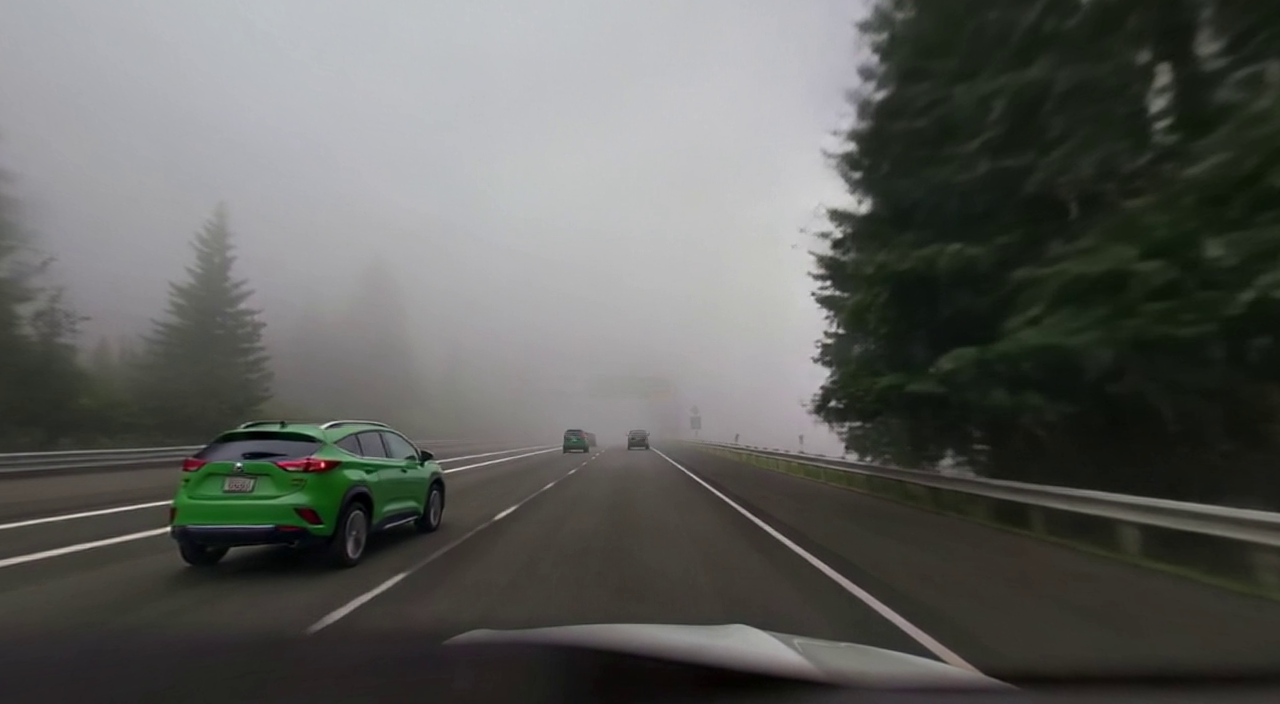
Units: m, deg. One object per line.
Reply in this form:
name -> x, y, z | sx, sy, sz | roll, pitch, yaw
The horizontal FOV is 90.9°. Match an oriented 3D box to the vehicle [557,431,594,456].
vehicle -> -4.269, 6.098, 42.157 | 2.055, 1.610, 4.116 | 0, -8, 0

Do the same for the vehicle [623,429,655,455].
vehicle -> -0.080, 6.573, 46.155 | 2.170, 1.790, 4.490 | 0, -8, 0
